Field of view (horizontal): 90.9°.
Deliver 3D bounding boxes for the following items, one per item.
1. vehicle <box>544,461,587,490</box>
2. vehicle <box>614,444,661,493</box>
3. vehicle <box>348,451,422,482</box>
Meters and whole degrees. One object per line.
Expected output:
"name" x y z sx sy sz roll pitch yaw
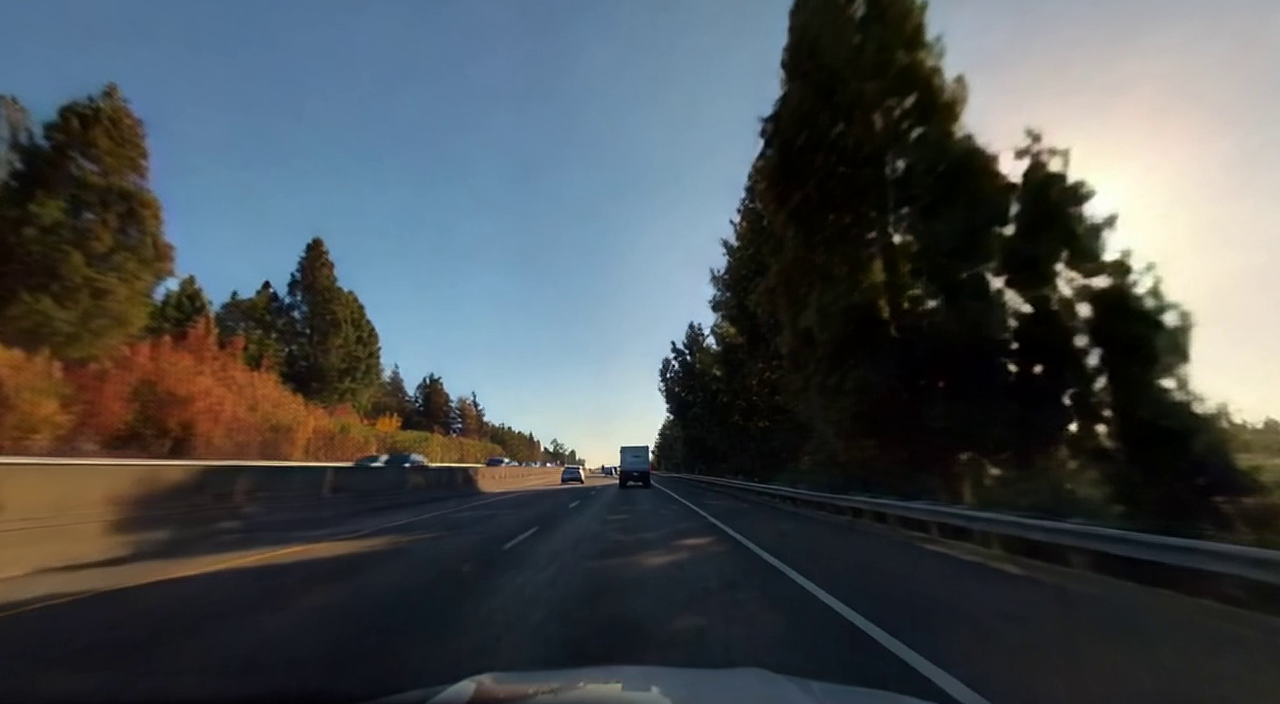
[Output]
"vehicle" -4.430 7.411 37.883 2.100 1.605 3.883 1 -11 0
"vehicle" -0.180 6.747 36.435 2.482 2.549 5.447 1 -11 -1
"vehicle" -13.793 6.256 34.427 2.174 1.523 4.558 1 -11 -1
